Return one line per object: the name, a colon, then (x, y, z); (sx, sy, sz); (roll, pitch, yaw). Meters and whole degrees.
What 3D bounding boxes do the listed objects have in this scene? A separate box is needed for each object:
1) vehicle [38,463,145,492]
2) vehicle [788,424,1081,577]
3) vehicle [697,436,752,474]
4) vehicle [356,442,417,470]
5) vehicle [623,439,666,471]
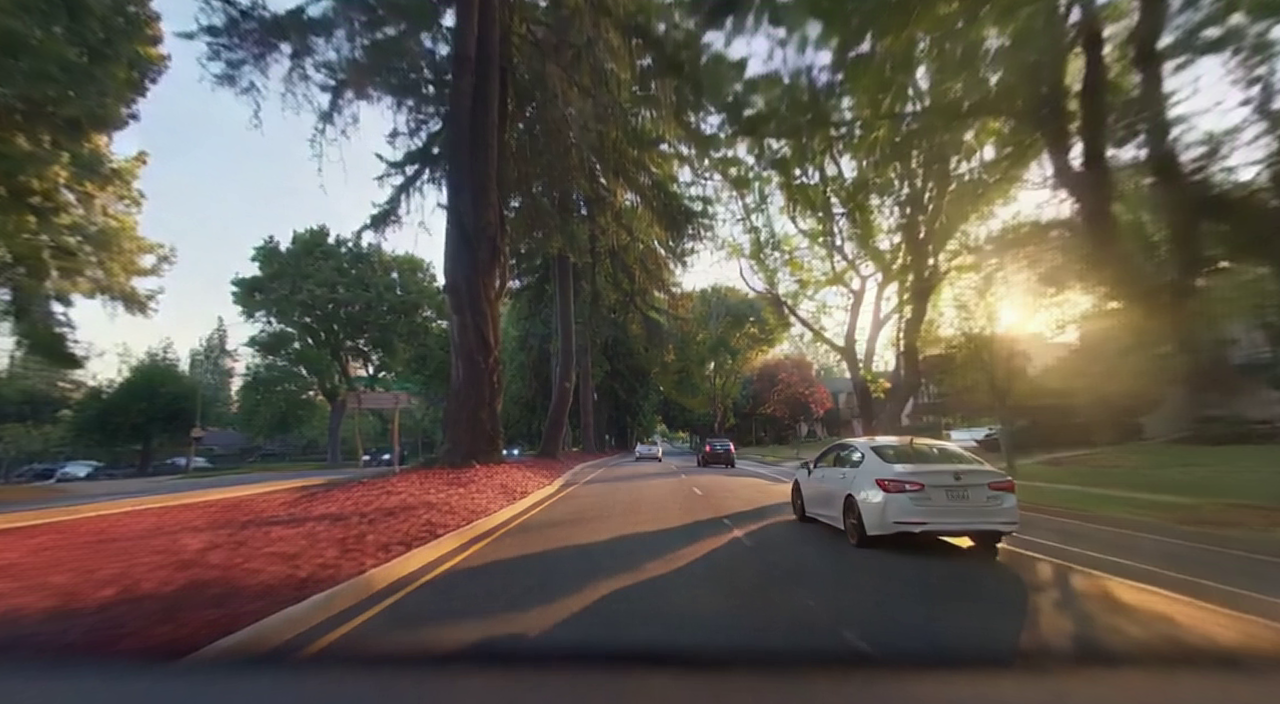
vehicle: (-31.200, 7.120, 36.005); (4.279, 1.464, 1.985); (0, -8, 2)
vehicle: (3.507, 1.826, 8.596); (1.985, 1.529, 4.147); (0, -8, 0)
vehicle: (3.979, 4.937, 30.487); (2.074, 1.652, 4.340); (0, -8, 0)
vehicle: (-17.886, 7.338, 44.868); (2.085, 1.794, 4.776); (0, -8, 3)
vehicle: (0.244, 5.282, 32.601); (2.082, 1.473, 4.028); (0, -8, 1)
